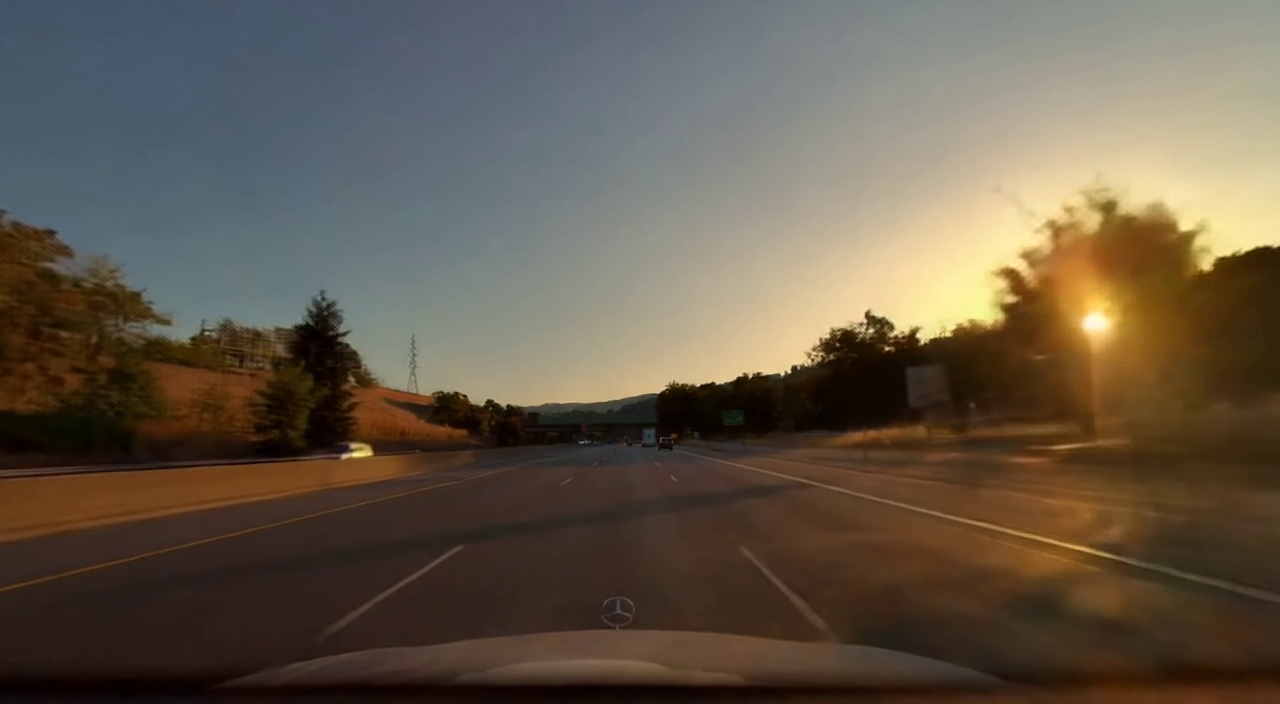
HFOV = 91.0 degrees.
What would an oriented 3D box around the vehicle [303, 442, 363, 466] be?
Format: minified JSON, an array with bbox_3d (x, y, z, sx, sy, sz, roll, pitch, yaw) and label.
[{"bbox_3d":[-20.097,6.639,41.336,1.879,1.456,4.091,0,-8,0],"label":"vehicle"}]
